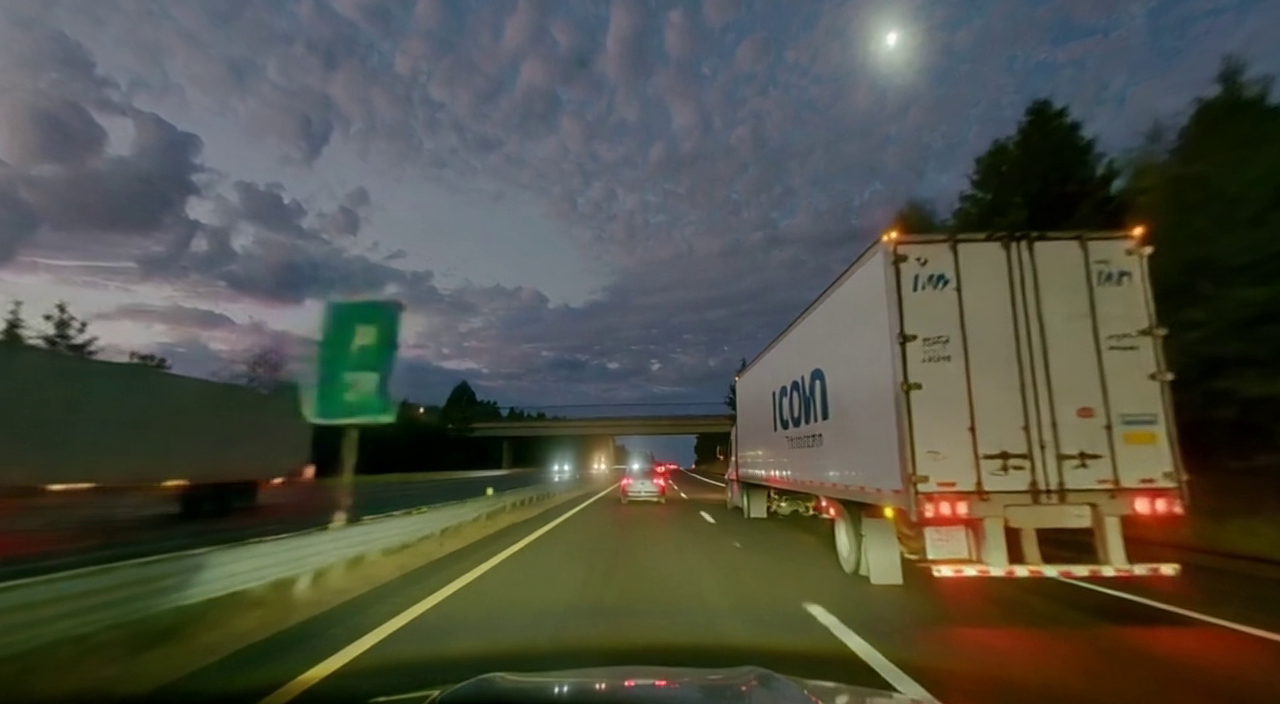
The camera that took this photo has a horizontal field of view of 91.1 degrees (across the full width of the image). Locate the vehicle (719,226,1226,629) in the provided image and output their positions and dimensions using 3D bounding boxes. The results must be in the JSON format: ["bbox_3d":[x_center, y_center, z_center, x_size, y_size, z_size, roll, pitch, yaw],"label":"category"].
[{"bbox_3d":[4.375,2.182,14.763,2.964,4.188,16.587,1,-10,0],"label":"vehicle"}]

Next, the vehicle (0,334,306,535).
[{"bbox_3d":[-13.373,1.829,13.366,2.871,3.707,16.908,0,-11,2],"label":"vehicle"}]

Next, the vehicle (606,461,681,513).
[{"bbox_3d":[0.116,4.245,20.018,2.156,1.444,3.762,1,-10,0],"label":"vehicle"}]
